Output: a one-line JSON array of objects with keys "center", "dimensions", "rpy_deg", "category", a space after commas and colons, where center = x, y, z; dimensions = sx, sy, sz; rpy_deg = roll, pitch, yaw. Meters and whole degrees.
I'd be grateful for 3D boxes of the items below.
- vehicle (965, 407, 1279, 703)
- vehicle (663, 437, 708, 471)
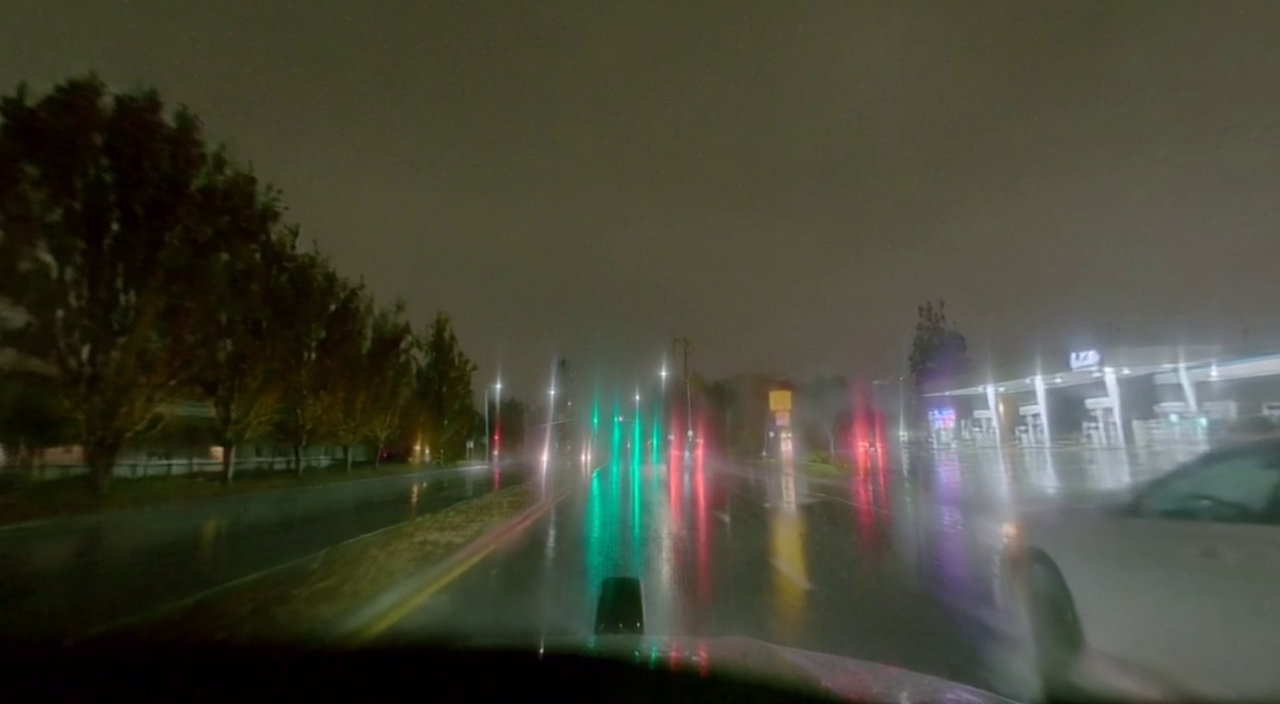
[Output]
[{"center": [3.554, 0.980, 2.641], "dimensions": [2.061, 1.475, 4.296], "rpy_deg": [0, -9, 0], "category": "vehicle"}, {"center": [2.568, 5.972, 37.103], "dimensions": [2.115, 1.840, 4.777], "rpy_deg": [0, -9, -2], "category": "vehicle"}]
